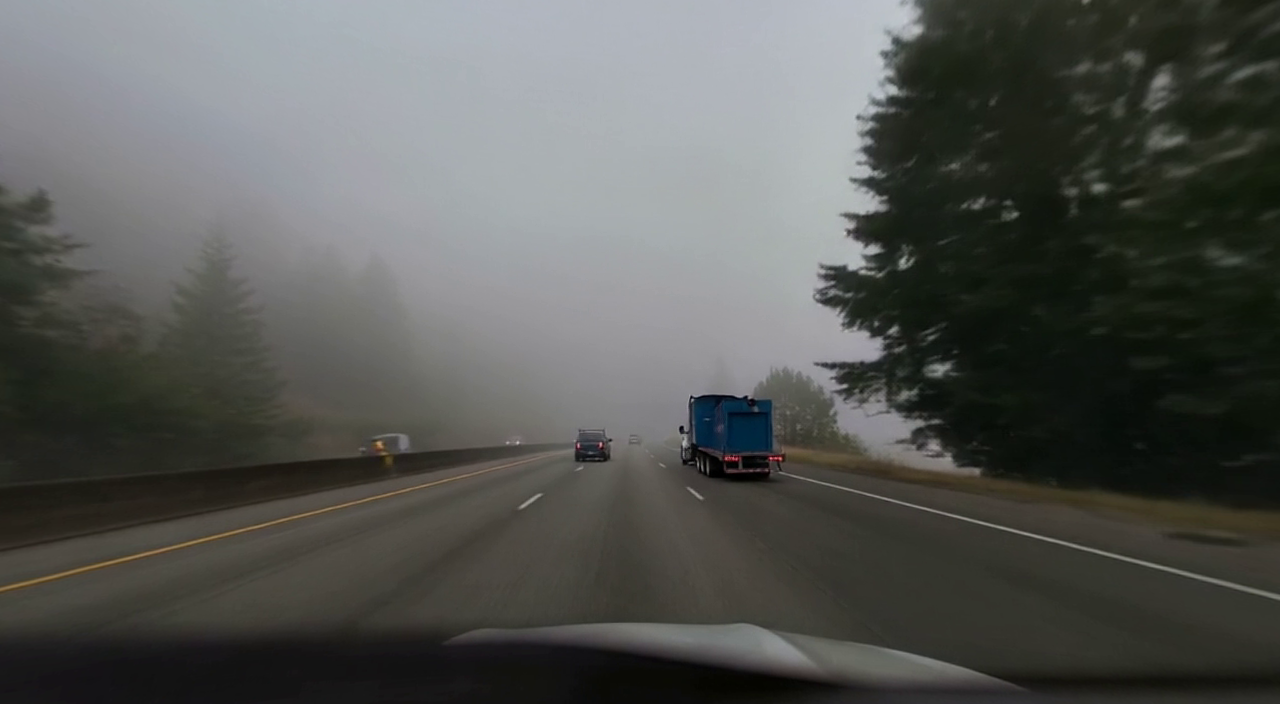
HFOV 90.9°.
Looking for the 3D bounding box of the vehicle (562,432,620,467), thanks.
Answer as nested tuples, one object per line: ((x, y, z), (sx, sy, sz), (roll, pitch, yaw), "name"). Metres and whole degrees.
((-2.220, 4.562, 29.763), (2.195, 1.529, 4.572), (0, -8, 2), "vehicle")

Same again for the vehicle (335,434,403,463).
((-15.150, 5.372, 35.457), (1.932, 1.526, 4.225), (0, -8, 0), "vehicle")

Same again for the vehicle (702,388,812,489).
((3.191, 2.481, 18.165), (2.256, 2.568, 4.049), (0, -8, -1), "vehicle")
